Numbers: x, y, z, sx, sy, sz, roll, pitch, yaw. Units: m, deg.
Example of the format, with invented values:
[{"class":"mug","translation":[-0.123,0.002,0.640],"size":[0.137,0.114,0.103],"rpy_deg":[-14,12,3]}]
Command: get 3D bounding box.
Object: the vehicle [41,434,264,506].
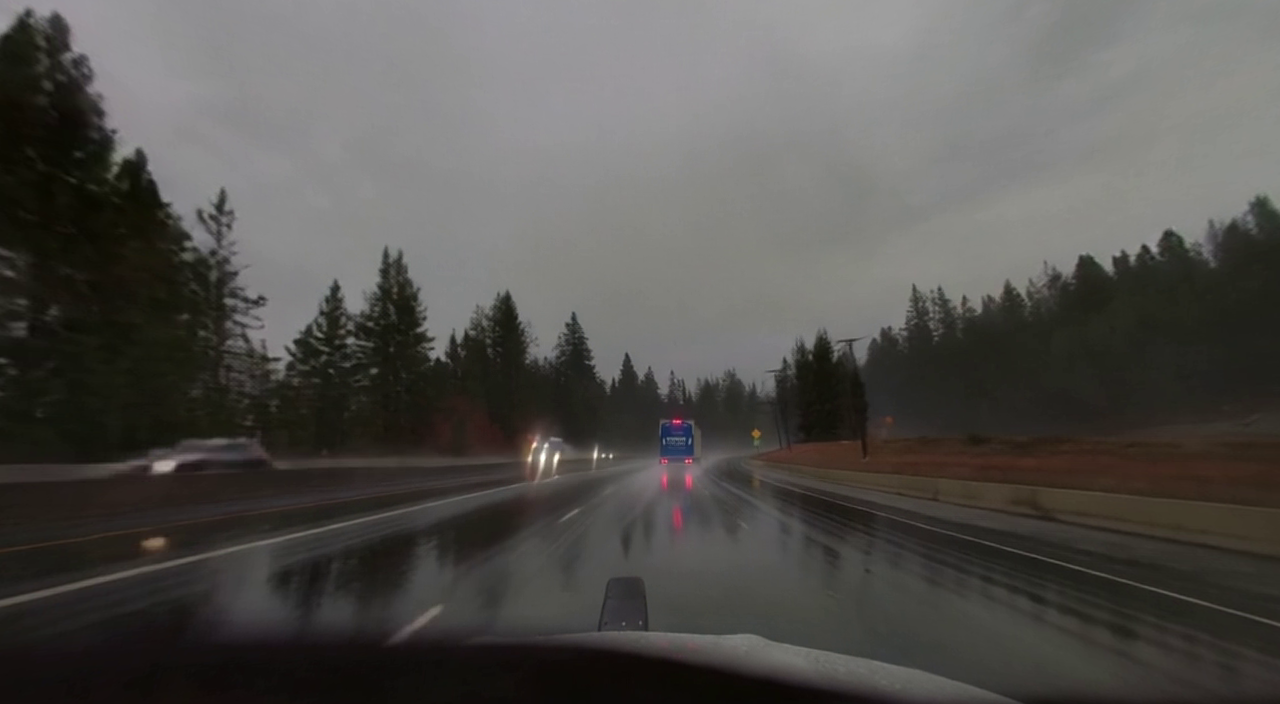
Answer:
[{"class":"vehicle","translation":[-13.030,3.147,17.402],"size":[2.175,1.685,4.797],"rpy_deg":[0,-8,2]}]
